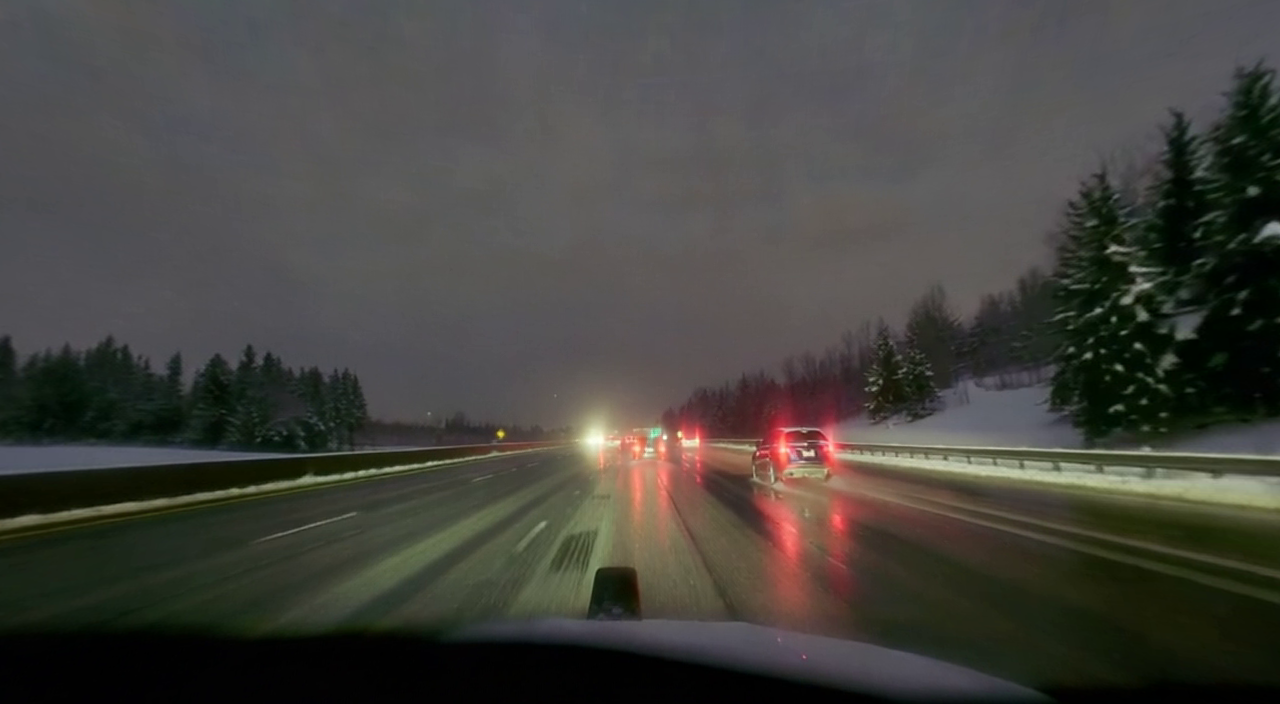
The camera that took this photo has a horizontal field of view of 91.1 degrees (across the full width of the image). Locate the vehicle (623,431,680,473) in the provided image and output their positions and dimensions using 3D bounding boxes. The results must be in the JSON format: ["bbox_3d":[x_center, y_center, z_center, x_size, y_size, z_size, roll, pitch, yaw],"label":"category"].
[{"bbox_3d":[0.389,3.842,24.480,2.046,1.467,3.844,0,-8,-1],"label":"vehicle"}]
